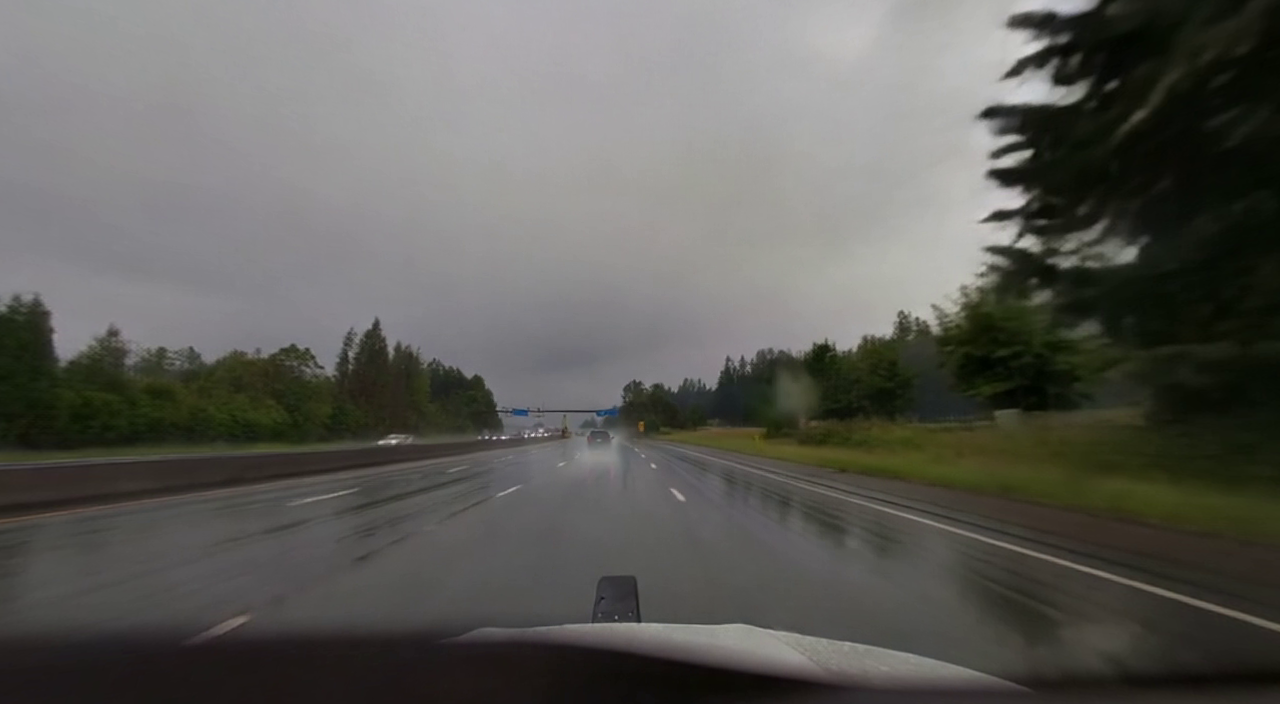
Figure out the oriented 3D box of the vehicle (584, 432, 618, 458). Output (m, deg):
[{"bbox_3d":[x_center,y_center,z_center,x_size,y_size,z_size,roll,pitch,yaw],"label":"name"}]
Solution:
[{"bbox_3d":[-2.405,5.792,39.381,2.000,1.491,3.913,0,-7,-3],"label":"vehicle"}]
